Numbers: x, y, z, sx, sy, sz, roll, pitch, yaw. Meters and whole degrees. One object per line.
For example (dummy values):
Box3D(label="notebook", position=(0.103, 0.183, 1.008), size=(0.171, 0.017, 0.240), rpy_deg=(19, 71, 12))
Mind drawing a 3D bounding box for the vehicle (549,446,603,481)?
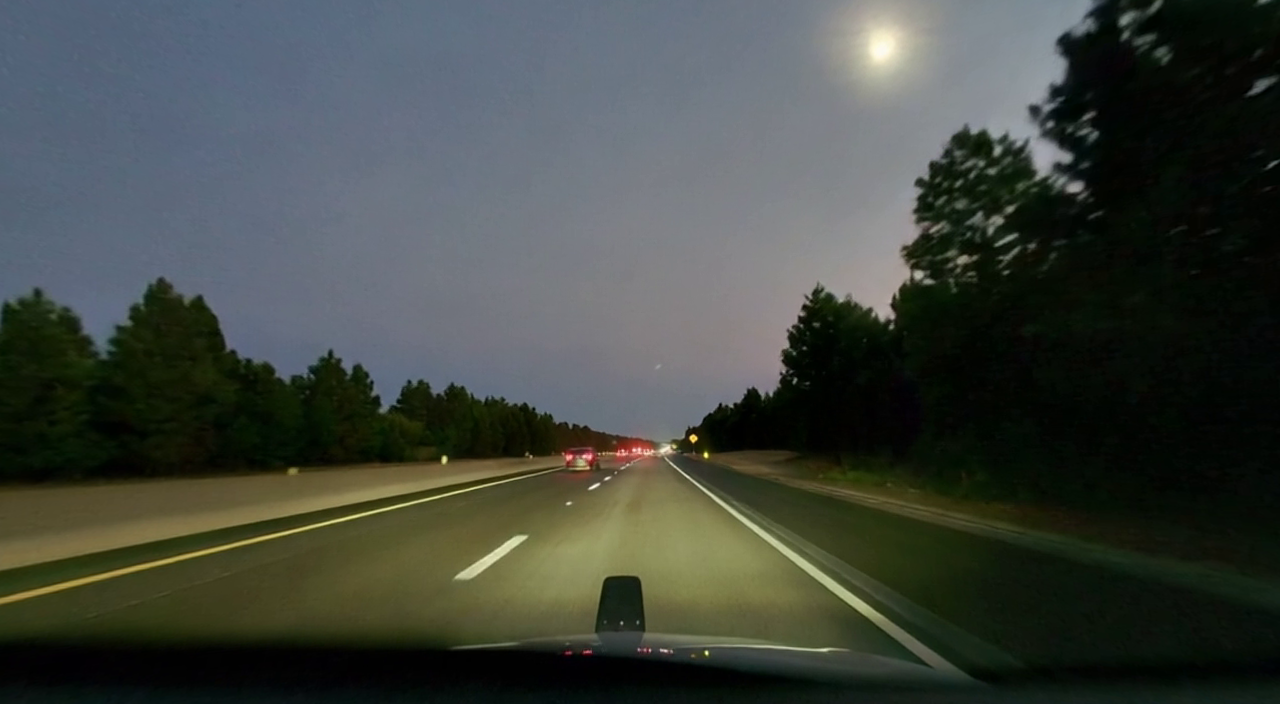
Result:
Box3D(label="vehicle", position=(-2.794, 5.006, 28.575), size=(1.917, 1.450, 3.997), rpy_deg=(0, -8, 2))
